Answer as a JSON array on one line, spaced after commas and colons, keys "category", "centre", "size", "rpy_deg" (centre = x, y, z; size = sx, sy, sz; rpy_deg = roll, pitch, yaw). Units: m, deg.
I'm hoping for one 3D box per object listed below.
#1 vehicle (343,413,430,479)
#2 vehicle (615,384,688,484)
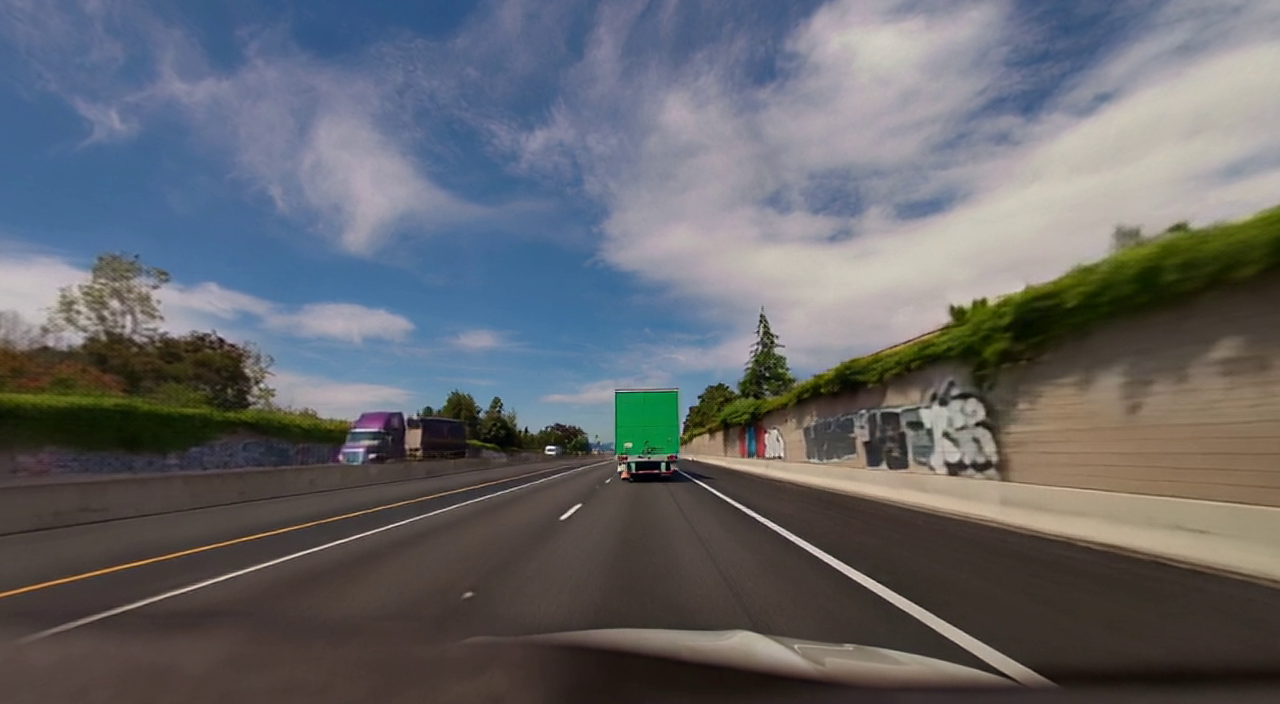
[{"category": "vehicle", "centre": [-16.331, 6.123, 41.089], "size": [2.980, 3.948, 5.804], "rpy_deg": [0, -9, 2]}, {"category": "vehicle", "centre": [0.344, 4.053, 30.261], "size": [2.900, 3.955, 10.151], "rpy_deg": [0, -9, -1]}]
